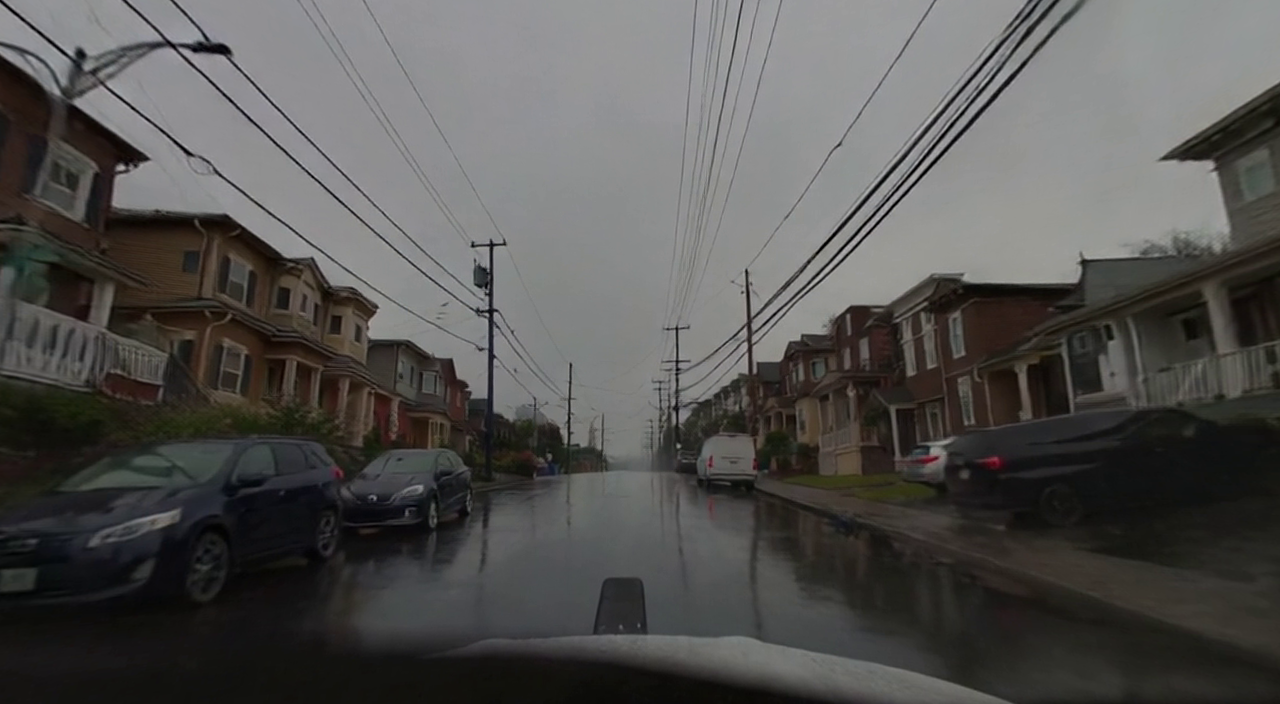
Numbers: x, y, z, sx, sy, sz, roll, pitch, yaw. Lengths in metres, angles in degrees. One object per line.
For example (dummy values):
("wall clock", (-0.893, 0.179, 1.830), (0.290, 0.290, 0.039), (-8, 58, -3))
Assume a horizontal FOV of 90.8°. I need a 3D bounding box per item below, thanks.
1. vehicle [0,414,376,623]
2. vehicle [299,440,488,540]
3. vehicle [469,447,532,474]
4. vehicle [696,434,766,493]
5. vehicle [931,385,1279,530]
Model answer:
("vehicle", (-4.874, 1.624, 7.246), (1.967, 1.656, 3.924), (2, -7, 0))
("vehicle", (-4.472, 2.509, 12.362), (1.960, 1.507, 4.542), (0, -7, -1))
("vehicle", (-9.110, 7.097, 41.430), (3.684, 1.628, 1.792), (0, -7, 1))
("vehicle", (3.652, 4.574, 26.211), (2.343, 2.229, 4.199), (0, -9, 1))
("vehicle", (8.365, 1.758, 10.765), (5.615, 1.787, 2.014), (-6, -11, 1))
